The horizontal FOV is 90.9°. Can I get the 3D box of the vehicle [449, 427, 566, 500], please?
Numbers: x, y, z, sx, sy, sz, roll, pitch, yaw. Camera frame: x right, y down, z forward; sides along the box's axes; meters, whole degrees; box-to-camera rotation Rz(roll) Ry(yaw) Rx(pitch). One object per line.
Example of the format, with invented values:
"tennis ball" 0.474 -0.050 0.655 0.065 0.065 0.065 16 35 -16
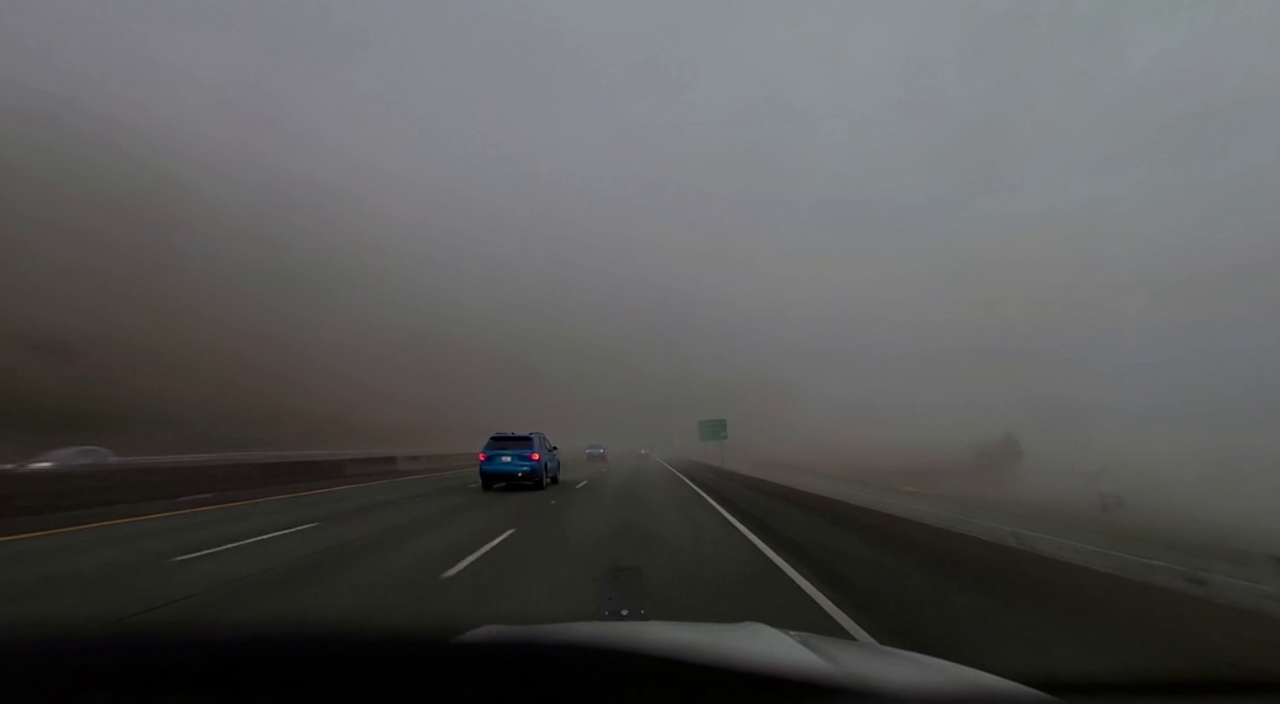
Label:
"vehicle" -3.426 2.978 17.290 2.138 1.718 4.415 0 -8 1
